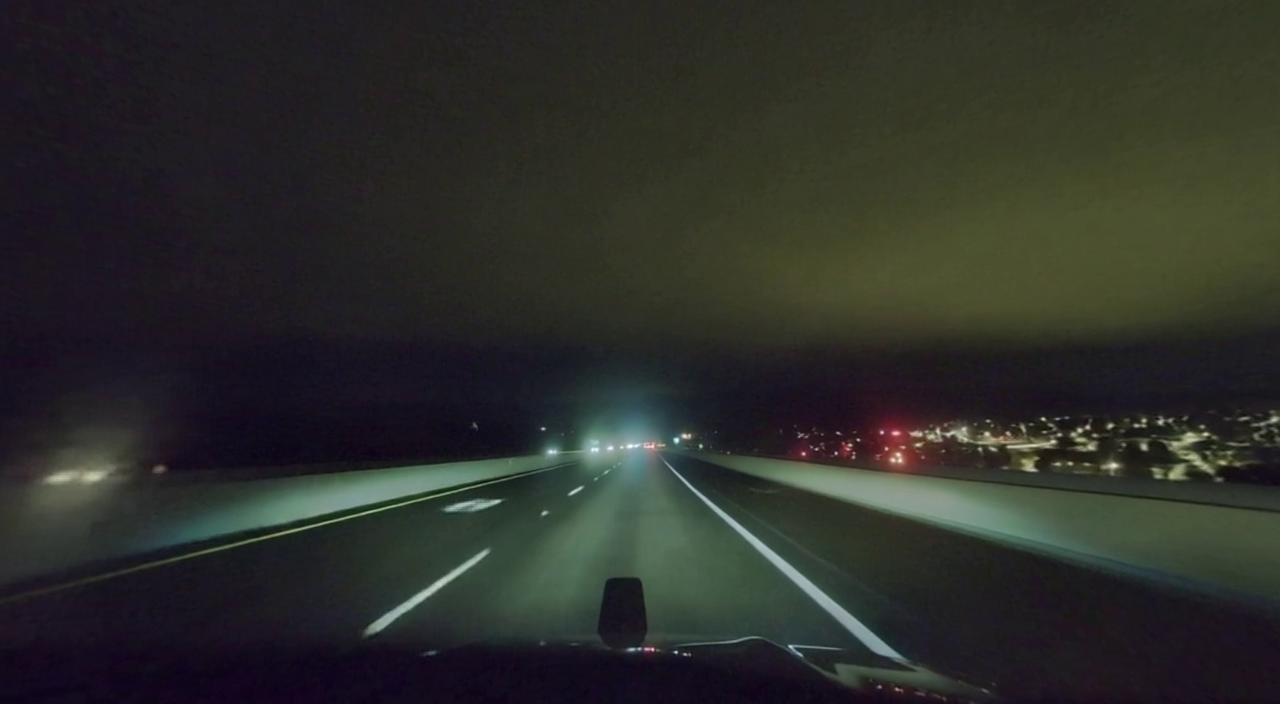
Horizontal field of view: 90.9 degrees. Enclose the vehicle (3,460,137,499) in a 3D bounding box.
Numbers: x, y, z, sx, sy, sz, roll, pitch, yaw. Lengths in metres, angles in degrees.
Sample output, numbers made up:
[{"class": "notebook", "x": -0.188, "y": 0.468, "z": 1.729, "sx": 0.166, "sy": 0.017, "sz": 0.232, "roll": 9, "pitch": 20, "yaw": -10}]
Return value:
[{"class": "vehicle", "x": -25.919, "y": 5.785, "z": 28.940, "sx": 1.909, "sy": 1.472, "sz": 4.517, "roll": 0, "pitch": -8, "yaw": 0}]
